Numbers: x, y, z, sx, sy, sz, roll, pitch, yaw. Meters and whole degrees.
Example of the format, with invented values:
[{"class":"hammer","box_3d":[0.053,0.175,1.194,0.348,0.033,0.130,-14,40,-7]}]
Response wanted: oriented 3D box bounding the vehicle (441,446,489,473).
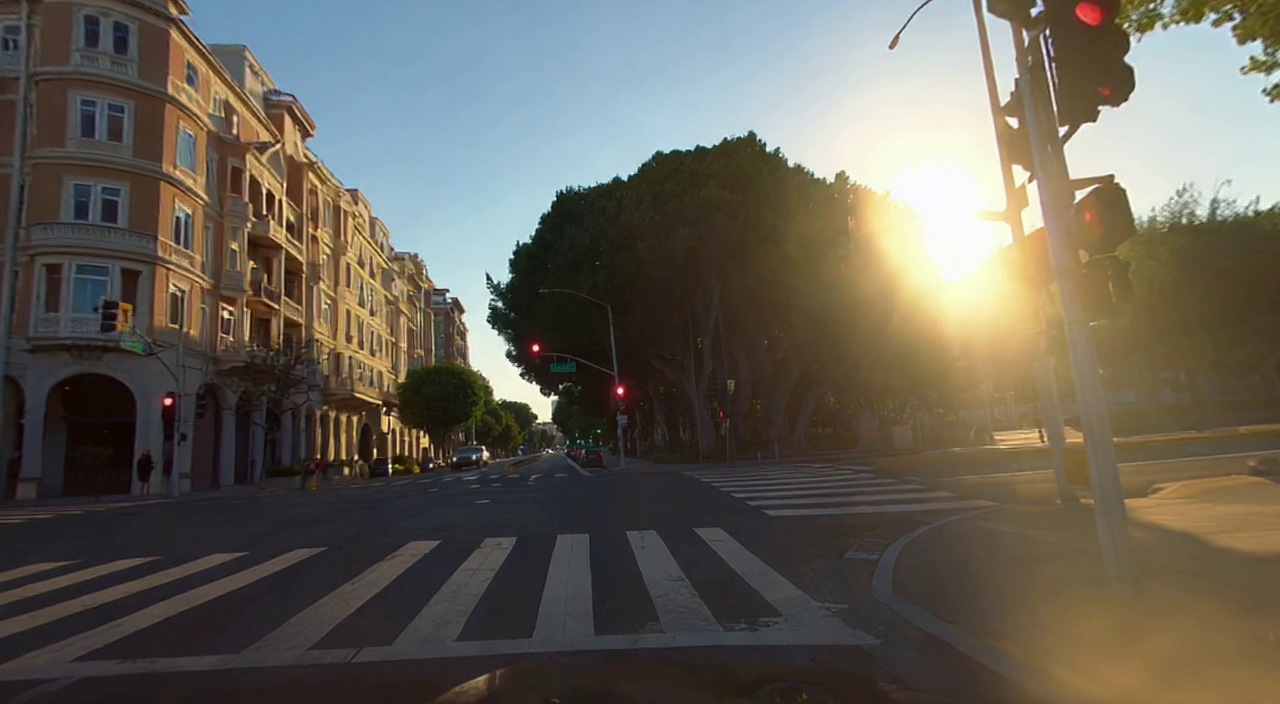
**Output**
[{"class":"vehicle","box_3d":[-10.459,6.467,38.147,2.196,1.503,4.371,1,-8,-8]}]
